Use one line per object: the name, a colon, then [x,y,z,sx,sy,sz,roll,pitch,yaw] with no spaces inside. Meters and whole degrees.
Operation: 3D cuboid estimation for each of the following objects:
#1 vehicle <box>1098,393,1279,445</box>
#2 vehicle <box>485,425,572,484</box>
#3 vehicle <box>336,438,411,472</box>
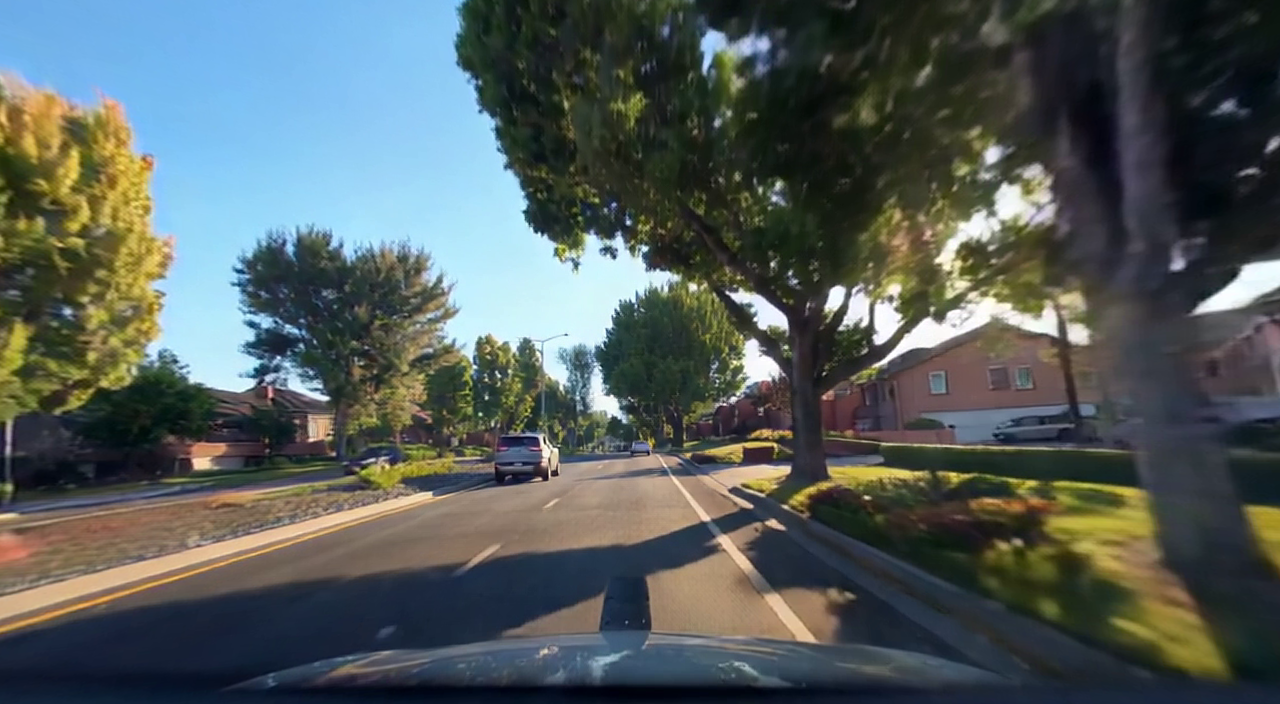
vehicle: [17.745,2.293,20.778,1.939,1.477,5.129,-1,-8,7]
vehicle: [-3.633,3.440,21.386,2.073,1.770,4.302,0,-8,1]
vehicle: [-15.312,5.945,36.600,2.008,1.801,5.285,0,-8,0]
